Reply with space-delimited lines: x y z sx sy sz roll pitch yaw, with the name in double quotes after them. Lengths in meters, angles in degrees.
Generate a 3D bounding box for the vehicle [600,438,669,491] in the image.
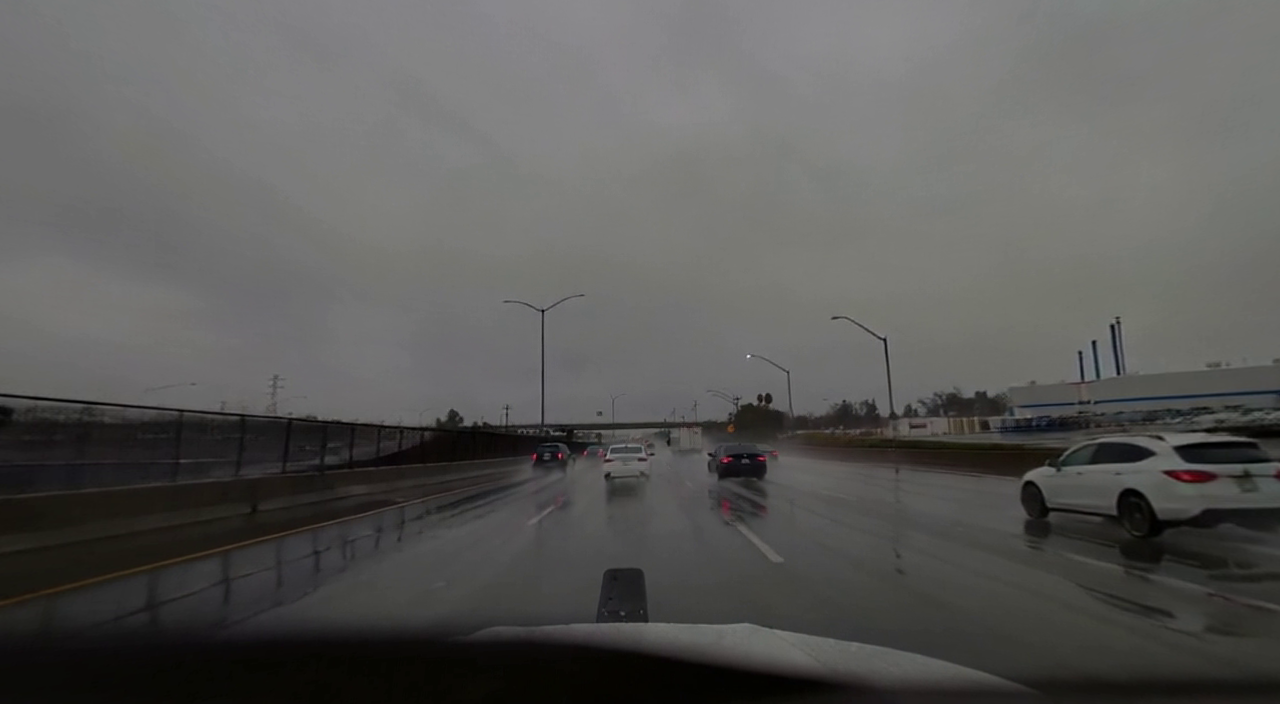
-0.150 3.771 21.576 2.067 1.555 4.851 0 -8 0 "vehicle"

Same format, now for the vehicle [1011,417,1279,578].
6.902 1.679 8.075 1.860 1.520 3.961 0 -8 0 "vehicle"

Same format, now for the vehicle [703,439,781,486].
3.436 3.809 22.113 1.942 1.453 4.329 0 -8 -1 "vehicle"

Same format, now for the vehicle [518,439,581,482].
-3.695 4.514 26.552 2.036 1.669 4.112 0 -8 0 "vehicle"
